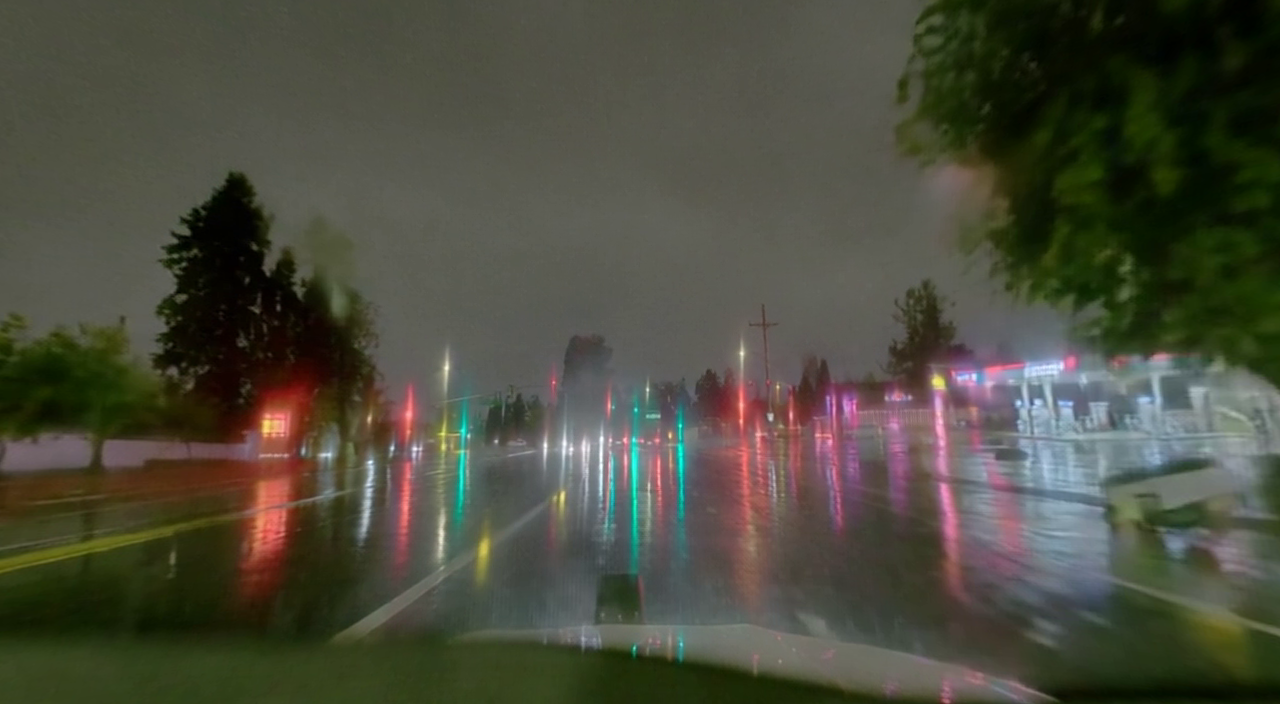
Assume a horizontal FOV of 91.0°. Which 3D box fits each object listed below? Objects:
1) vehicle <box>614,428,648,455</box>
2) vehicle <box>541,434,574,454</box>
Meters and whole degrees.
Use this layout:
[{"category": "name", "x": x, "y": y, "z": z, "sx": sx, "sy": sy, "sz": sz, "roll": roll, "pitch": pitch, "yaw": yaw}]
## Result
[{"category": "vehicle", "x": -0.615, "y": 6.096, "z": 42.790, "sx": 2.146, "sy": 1.742, "sz": 4.095, "roll": 0, "pitch": -8, "yaw": -1}, {"category": "vehicle", "x": -6.378, "y": 7.207, "z": 49.139, "sx": 2.033, "sy": 1.442, "sz": 4.668, "roll": 0, "pitch": -8, "yaw": -1}]
